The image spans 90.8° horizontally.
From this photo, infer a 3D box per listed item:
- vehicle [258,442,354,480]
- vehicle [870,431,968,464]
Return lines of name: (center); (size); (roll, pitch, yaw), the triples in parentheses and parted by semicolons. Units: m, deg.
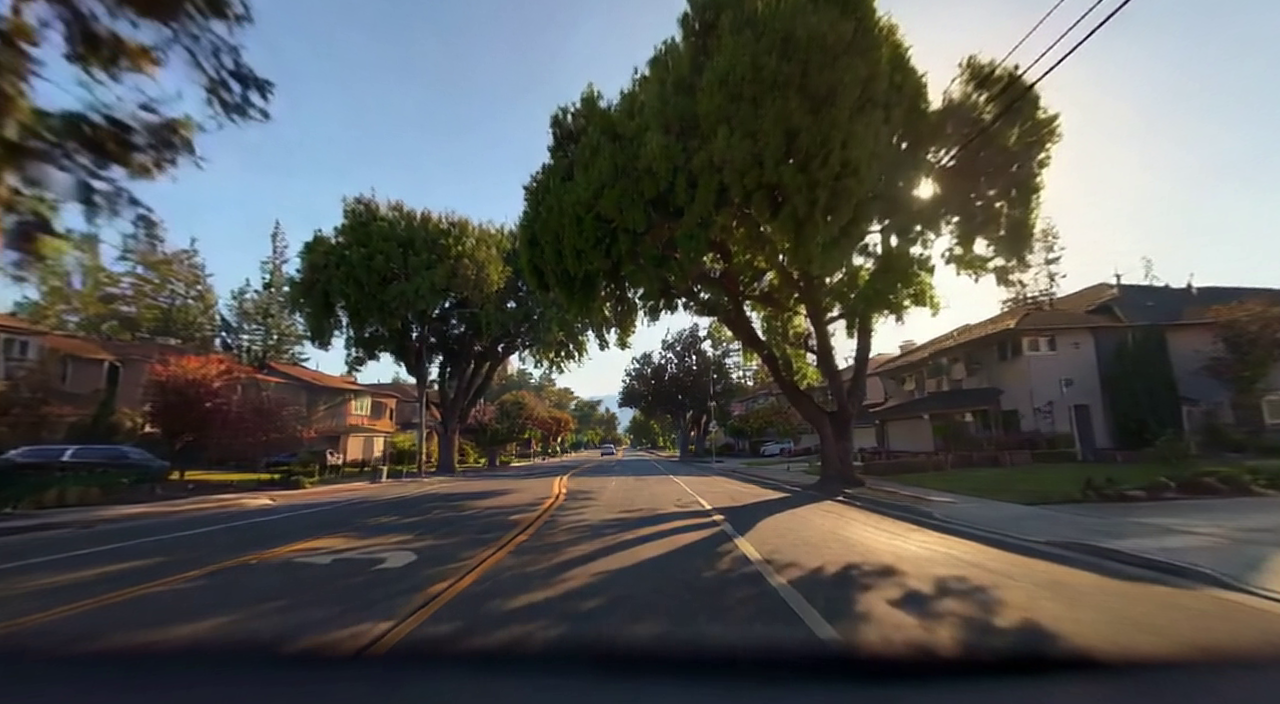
vehicle: (-18.042, 5.880, 34.490); (2.161, 1.873, 5.514); (0, -8, 1)
vehicle: (15.695, 5.385, 35.699); (4.548, 1.535, 1.882); (-4, -9, 3)
